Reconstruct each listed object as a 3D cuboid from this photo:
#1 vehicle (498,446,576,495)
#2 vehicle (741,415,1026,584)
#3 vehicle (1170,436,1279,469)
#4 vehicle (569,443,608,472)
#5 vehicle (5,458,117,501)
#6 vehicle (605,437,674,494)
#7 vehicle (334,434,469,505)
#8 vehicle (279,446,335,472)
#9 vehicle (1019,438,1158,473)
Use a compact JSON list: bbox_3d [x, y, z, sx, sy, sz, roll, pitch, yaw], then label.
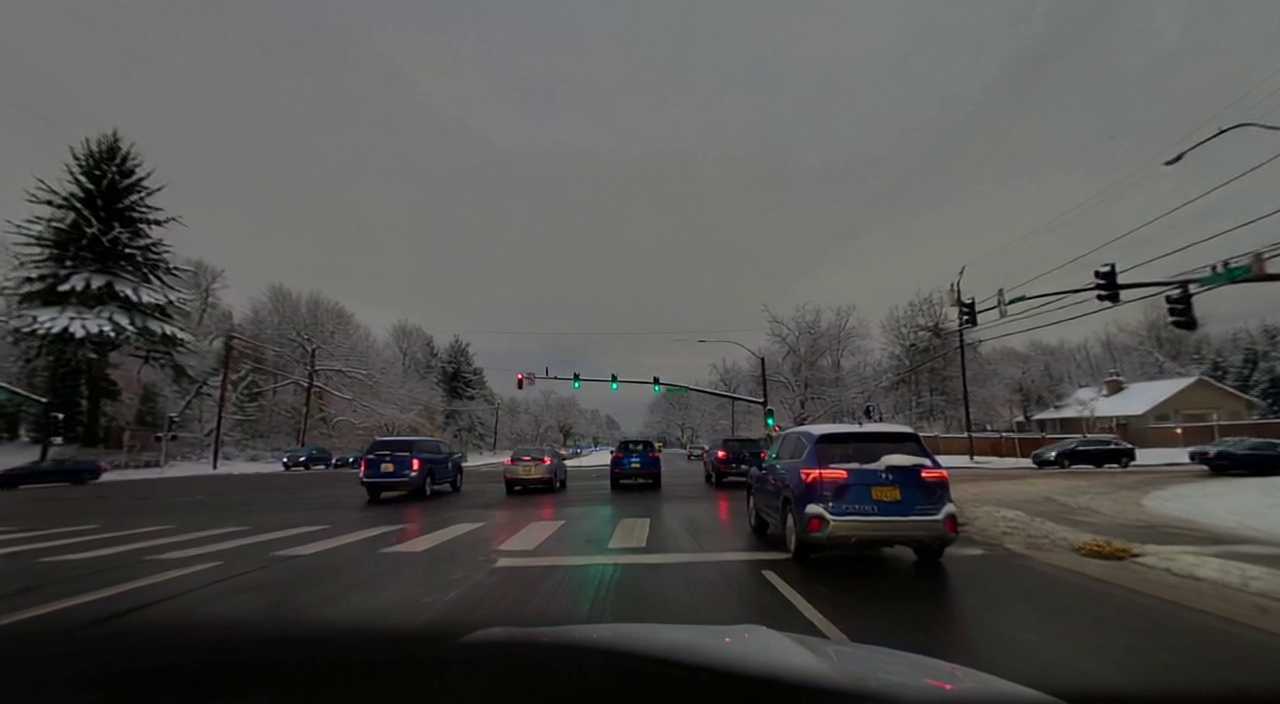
[{"bbox_3d":[-3.372,3.967,21.592,1.881,1.466,4.484,0,-9,1],"label":"vehicle"},{"bbox_3d":[2.780,1.805,8.567,2.034,1.655,4.465,0,-9,-1],"label":"vehicle"},{"bbox_3d":[27.736,4.678,29.393,4.514,1.459,1.847,0,-9,-2],"label":"vehicle"},{"bbox_3d":[-3.171,6.595,39.698,1.939,1.652,4.268,0,-9,2],"label":"vehicle"},{"bbox_3d":[-23.215,5.037,25.301,4.450,1.491,1.974,-5,-10,30],"label":"vehicle"},{"bbox_3d":[-0.009,3.752,21.265,2.111,1.712,4.078,0,-9,0],"label":"vehicle"},{"bbox_3d":[-6.784,3.391,18.653,2.116,1.812,4.609,0,-9,1],"label":"vehicle"},{"bbox_3d":[-24.965,8.022,47.492,1.889,1.814,4.086,0,-9,1],"label":"vehicle"},{"bbox_3d":[20.299,4.703,28.755,4.830,1.493,1.930,0,-9,-1],"label":"vehicle"}]
